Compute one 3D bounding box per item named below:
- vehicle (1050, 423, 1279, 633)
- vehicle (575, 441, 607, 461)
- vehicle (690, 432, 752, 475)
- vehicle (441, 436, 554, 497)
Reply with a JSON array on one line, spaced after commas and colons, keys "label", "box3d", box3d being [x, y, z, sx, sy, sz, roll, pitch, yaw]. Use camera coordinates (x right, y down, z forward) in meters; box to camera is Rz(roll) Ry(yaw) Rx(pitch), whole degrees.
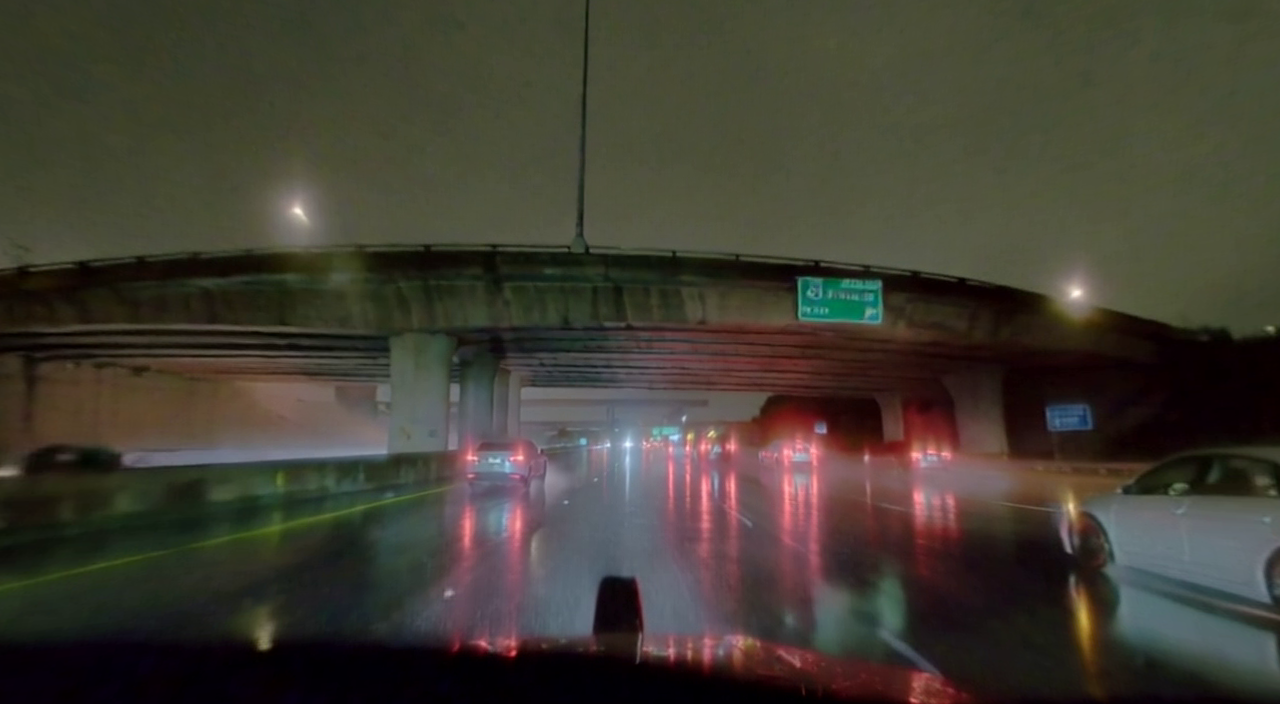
[{"label": "vehicle", "box3d": [5.549, 1.304, 4.854, 1.989, 1.472, 4.322, 0, -8, 2]}, {"label": "vehicle", "box3d": [-3.738, 7.636, 48.862, 2.047, 1.464, 4.387, 0, -8, 1]}, {"label": "vehicle", "box3d": [3.481, 4.478, 28.025, 2.072, 1.761, 4.242, 0, -8, -1]}, {"label": "vehicle", "box3d": [-3.809, 3.159, 17.848, 1.997, 1.476, 4.703, 0, -8, 1]}]
